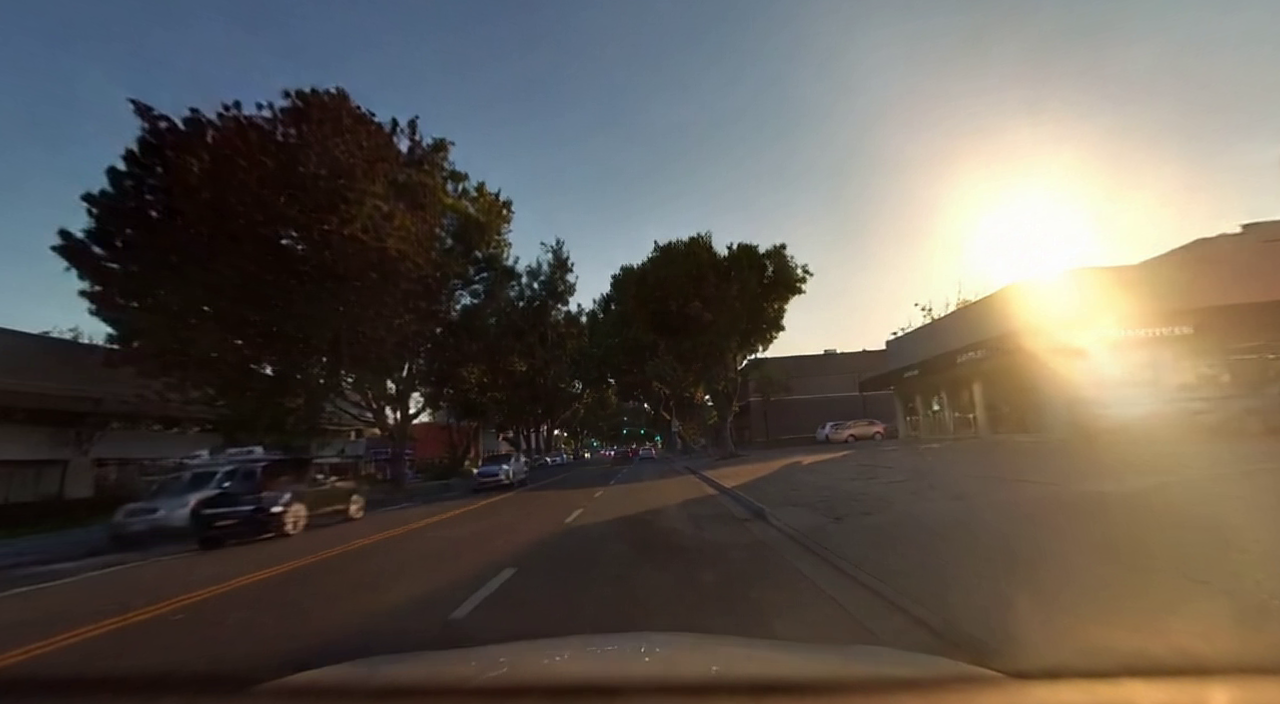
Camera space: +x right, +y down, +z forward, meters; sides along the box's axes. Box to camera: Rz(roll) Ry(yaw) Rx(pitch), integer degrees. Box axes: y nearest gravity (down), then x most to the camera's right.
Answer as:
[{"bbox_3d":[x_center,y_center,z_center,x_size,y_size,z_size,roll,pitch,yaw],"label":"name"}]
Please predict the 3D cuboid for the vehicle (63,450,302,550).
[{"bbox_3d":[-11.034,3.521,15.917,2.102,2.004,5.285,0,-8,-1],"label":"vehicle"}]

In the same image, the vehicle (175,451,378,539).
[{"bbox_3d":[-8.160,3.191,14.793,2.038,1.670,4.468,0,-8,1],"label":"vehicle"}]

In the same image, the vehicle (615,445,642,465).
[{"bbox_3d":[-0.892,7.913,48.465,2.020,1.478,3.922,0,-8,-2],"label":"vehicle"}]

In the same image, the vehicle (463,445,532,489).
[{"bbox_3d":[-6.099,4.947,27.534,2.030,1.701,4.559,0,-8,-1],"label":"vehicle"}]
